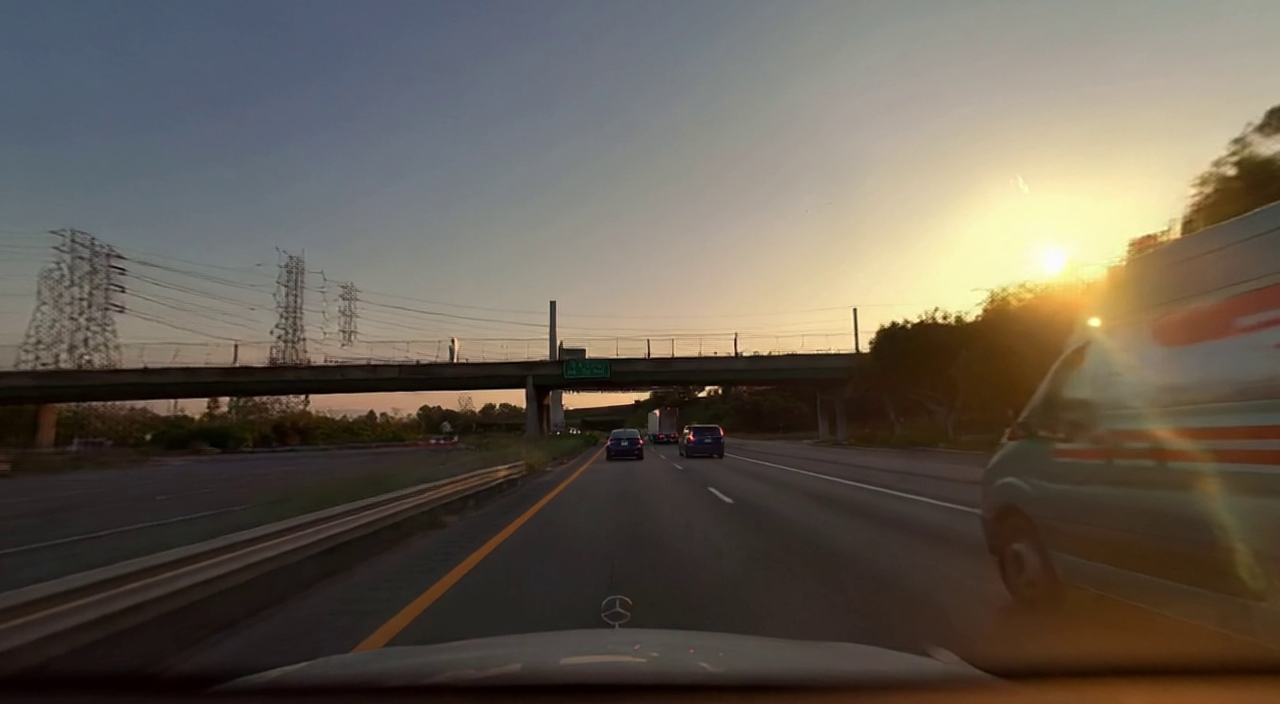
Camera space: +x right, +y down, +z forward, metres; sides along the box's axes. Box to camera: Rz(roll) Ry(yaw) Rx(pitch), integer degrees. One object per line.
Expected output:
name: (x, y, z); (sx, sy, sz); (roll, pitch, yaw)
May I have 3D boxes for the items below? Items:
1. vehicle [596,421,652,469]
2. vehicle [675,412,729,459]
vehicle: (-0.651, 3.715, 25.410); (2.073, 1.750, 4.116); (0, -8, -2)
vehicle: (3.463, 4.805, 36.319); (2.387, 2.506, 5.374); (0, -8, -2)
